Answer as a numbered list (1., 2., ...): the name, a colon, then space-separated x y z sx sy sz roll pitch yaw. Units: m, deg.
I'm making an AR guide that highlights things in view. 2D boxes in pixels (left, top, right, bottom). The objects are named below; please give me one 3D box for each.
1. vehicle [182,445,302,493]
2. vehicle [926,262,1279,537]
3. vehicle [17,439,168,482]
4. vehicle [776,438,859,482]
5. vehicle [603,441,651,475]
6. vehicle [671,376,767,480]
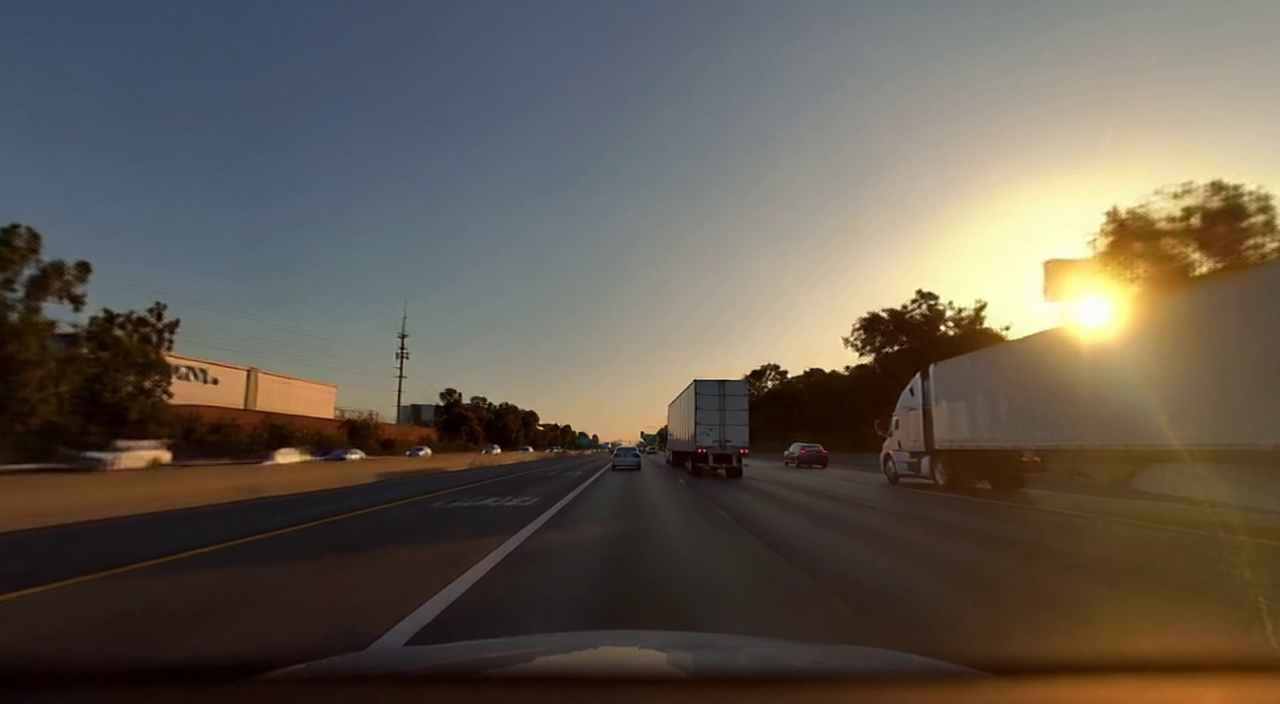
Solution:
1. vehicle: -12.904 3.780 20.746 1.595 1.414 3.486 0 -9 1
2. vehicle: 11.241 1.197 12.714 2.898 4.171 17.188 0 -9 0
3. vehicle: -24.163 4.808 28.252 2.107 1.725 5.187 0 -9 -1
4. vehicle: 7.355 4.502 26.629 2.154 1.658 4.347 0 -9 -1
5. vehicle: -0.614 5.109 30.650 2.163 1.551 4.180 0 -9 -1
6. vehicle: 3.406 3.805 30.503 2.999 4.127 10.526 0 -9 -1
